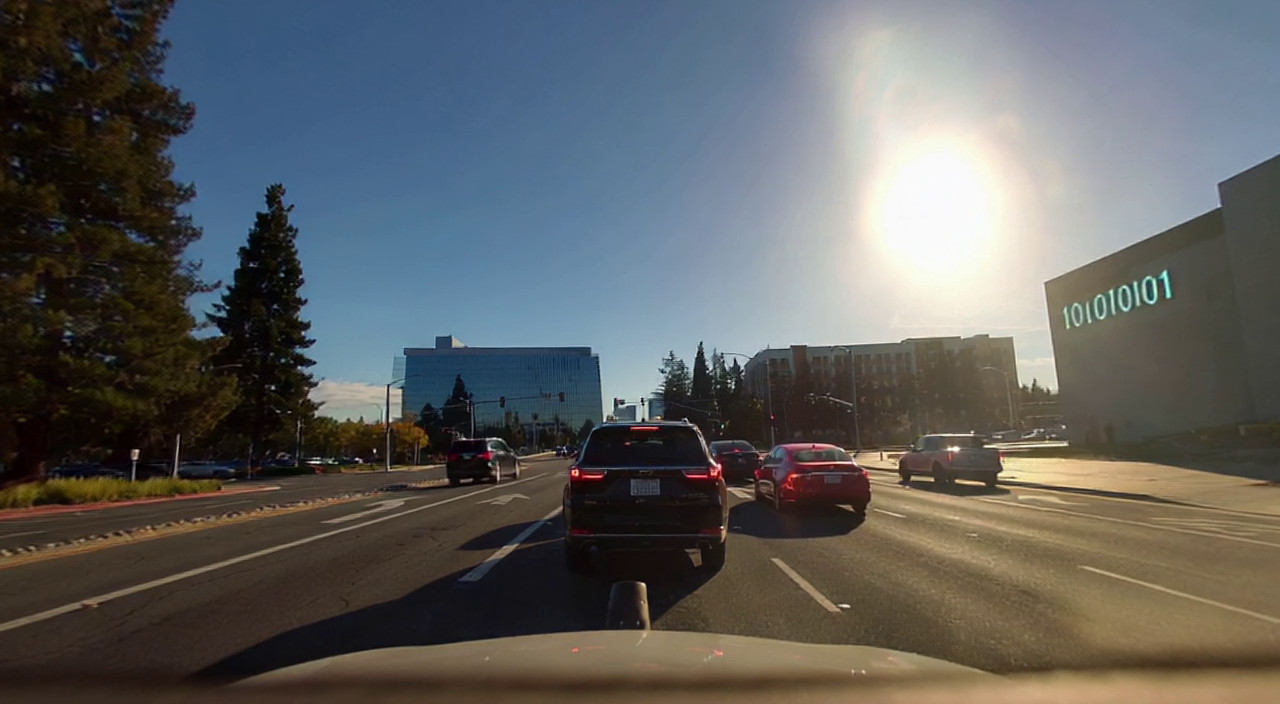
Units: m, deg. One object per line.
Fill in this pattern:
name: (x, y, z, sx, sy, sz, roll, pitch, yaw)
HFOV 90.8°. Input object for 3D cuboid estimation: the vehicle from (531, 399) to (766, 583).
vehicle: (0.073, 1.658, 8.262, 2.266, 1.762, 4.131, 0, -9, 0)

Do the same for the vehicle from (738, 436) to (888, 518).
vehicle: (3.514, 2.630, 13.831, 1.997, 1.471, 4.321, 0, -9, -1)

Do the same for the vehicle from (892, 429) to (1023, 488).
vehicle: (10.872, 3.696, 22.128, 2.123, 1.812, 4.553, 0, -9, -1)

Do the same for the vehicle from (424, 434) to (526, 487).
vehicle: (-6.193, 4.159, 24.501, 2.555, 1.819, 5.145, 0, -9, 0)
